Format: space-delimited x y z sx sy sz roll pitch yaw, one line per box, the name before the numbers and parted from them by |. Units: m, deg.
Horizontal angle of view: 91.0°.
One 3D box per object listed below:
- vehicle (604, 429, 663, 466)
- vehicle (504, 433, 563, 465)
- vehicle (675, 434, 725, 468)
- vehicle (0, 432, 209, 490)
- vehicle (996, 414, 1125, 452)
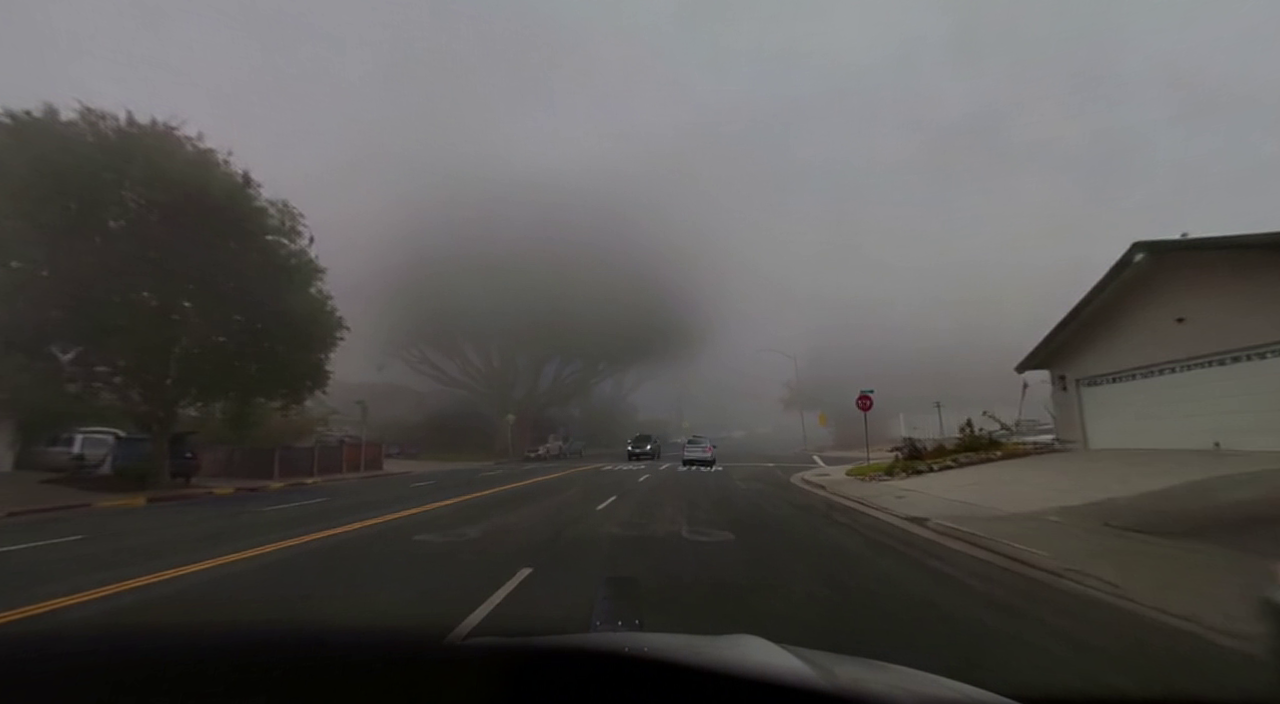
vehicle | -0.234 4.816 31.762 2.178 1.695 4.339 -2 -9 11
vehicle | -7.821 7.166 46.998 2.191 1.980 5.888 -5 -8 12
vehicle | 2.862 4.576 29.297 1.955 1.459 4.383 -2 -9 10
vehicle | -17.652 3.563 20.771 5.177 1.779 2.199 0 -8 0
vehicle | 21.451 4.215 32.340 4.989 1.564 2.007 -5 -13 16
